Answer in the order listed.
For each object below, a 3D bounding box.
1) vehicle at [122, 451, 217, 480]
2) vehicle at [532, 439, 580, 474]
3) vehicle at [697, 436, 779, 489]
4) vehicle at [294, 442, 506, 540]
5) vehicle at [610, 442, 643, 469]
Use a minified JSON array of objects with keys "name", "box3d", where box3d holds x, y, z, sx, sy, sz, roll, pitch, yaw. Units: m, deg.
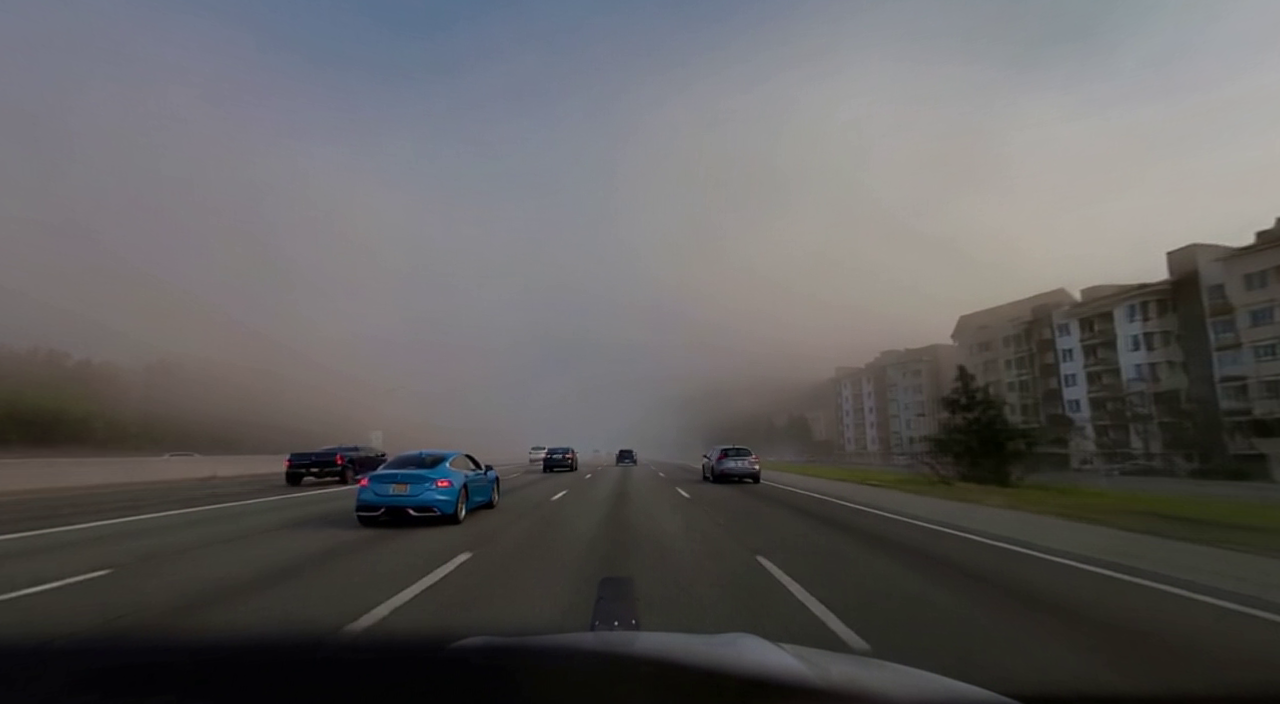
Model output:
[{"name":"vehicle","box3d":[-26.153,6.287,35.352,1.816,1.457,4.598,0,-8,0]},{"name":"vehicle","box3d":[-4.514,5.645,34.452,2.044,1.774,4.329,0,-8,-1]},{"name":"vehicle","box3d":[3.314,3.842,22.314,2.061,1.658,4.417,0,-8,-2]},{"name":"vehicle","box3d":[-4.027,2.398,11.613,2.124,1.426,4.444,0,-8,0]},{"name":"vehicle","box3d":[-0.870,6.732,41.218,2.053,1.650,3.945,0,-8,-1]}]
